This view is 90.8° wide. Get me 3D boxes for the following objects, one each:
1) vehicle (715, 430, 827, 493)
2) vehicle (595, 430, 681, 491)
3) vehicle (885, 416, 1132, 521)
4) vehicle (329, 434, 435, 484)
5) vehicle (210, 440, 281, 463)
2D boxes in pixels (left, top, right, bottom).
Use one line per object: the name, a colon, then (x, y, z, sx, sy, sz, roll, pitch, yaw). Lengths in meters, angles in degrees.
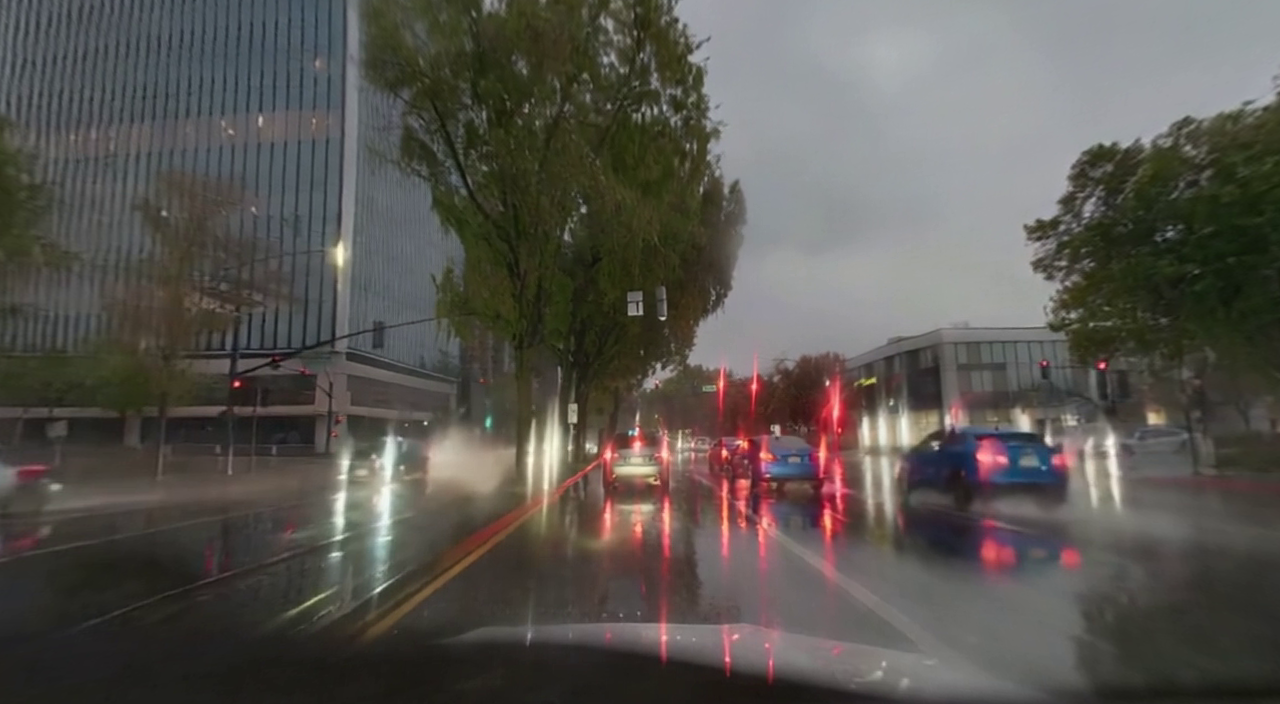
vehicle: (3.430, 2.974, 17.481, 2.018, 1.491, 4.544, 0, -8, -1)
vehicle: (-0.092, 2.947, 17.444, 2.087, 1.468, 4.014, 0, -8, -1)
vehicle: (7.183, 2.328, 13.131, 2.177, 1.774, 4.743, 0, -8, -1)
vehicle: (-8.635, 3.599, 21.540, 1.965, 1.530, 3.883, 0, -8, 0)
vehicle: (-27.144, 6.861, 43.566, 3.657, 1.528, 1.783, 1, -8, -4)
